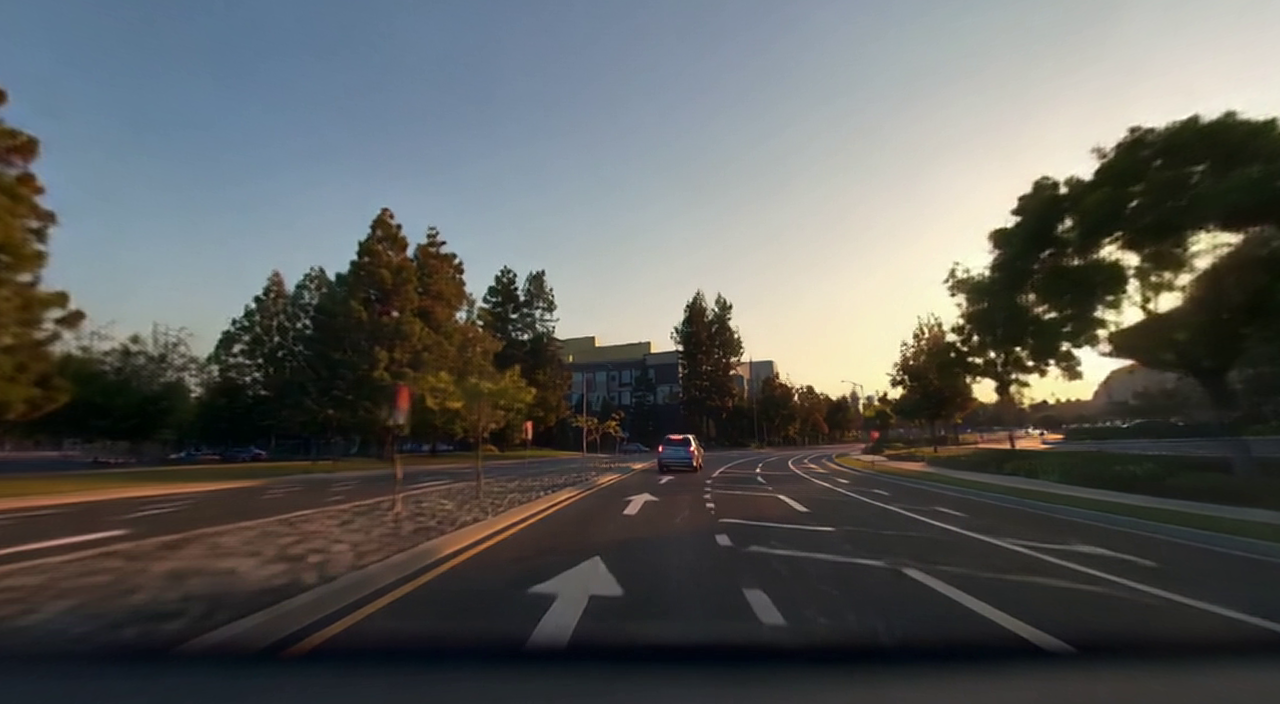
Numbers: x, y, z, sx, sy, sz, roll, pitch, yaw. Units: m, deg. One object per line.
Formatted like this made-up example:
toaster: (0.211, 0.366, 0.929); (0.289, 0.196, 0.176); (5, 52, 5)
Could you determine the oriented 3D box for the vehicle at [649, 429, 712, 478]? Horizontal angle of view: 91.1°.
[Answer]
vehicle: (1.932, 4.475, 28.005); (2.371, 1.926, 5.615); (-1, -9, 8)
